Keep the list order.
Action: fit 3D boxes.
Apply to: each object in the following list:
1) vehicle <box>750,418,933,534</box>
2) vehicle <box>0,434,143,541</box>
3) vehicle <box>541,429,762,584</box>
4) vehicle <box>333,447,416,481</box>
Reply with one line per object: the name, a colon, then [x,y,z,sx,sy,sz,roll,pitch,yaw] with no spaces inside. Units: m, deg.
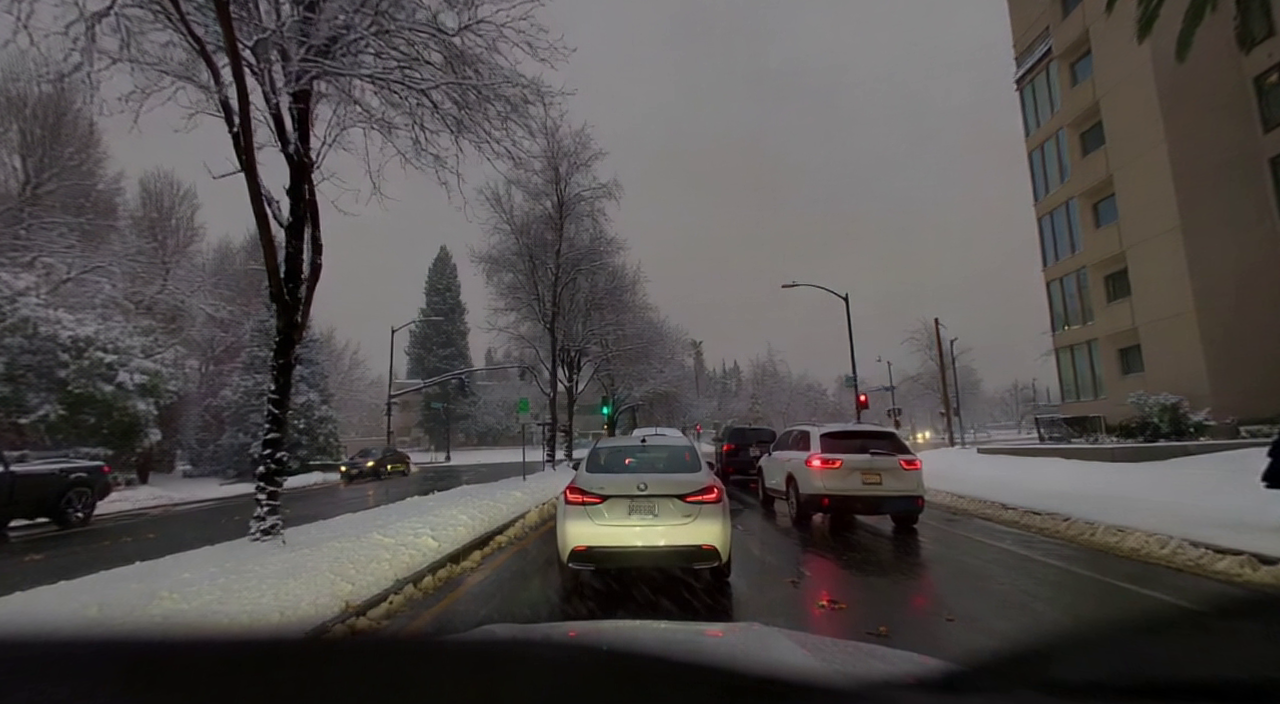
vehicle: [3.413,2.189,11.732,2.003,1.733,4.319,0,-8,1]
vehicle: [-13.056,2.719,12.290,2.240,1.964,5.707,-6,-8,0]
vehicle: [0.149,1.772,8.070,2.088,1.452,3.993,0,-8,1]
vehicle: [-13.194,5.568,31.722,1.965,1.507,4.725,-1,-8,2]
